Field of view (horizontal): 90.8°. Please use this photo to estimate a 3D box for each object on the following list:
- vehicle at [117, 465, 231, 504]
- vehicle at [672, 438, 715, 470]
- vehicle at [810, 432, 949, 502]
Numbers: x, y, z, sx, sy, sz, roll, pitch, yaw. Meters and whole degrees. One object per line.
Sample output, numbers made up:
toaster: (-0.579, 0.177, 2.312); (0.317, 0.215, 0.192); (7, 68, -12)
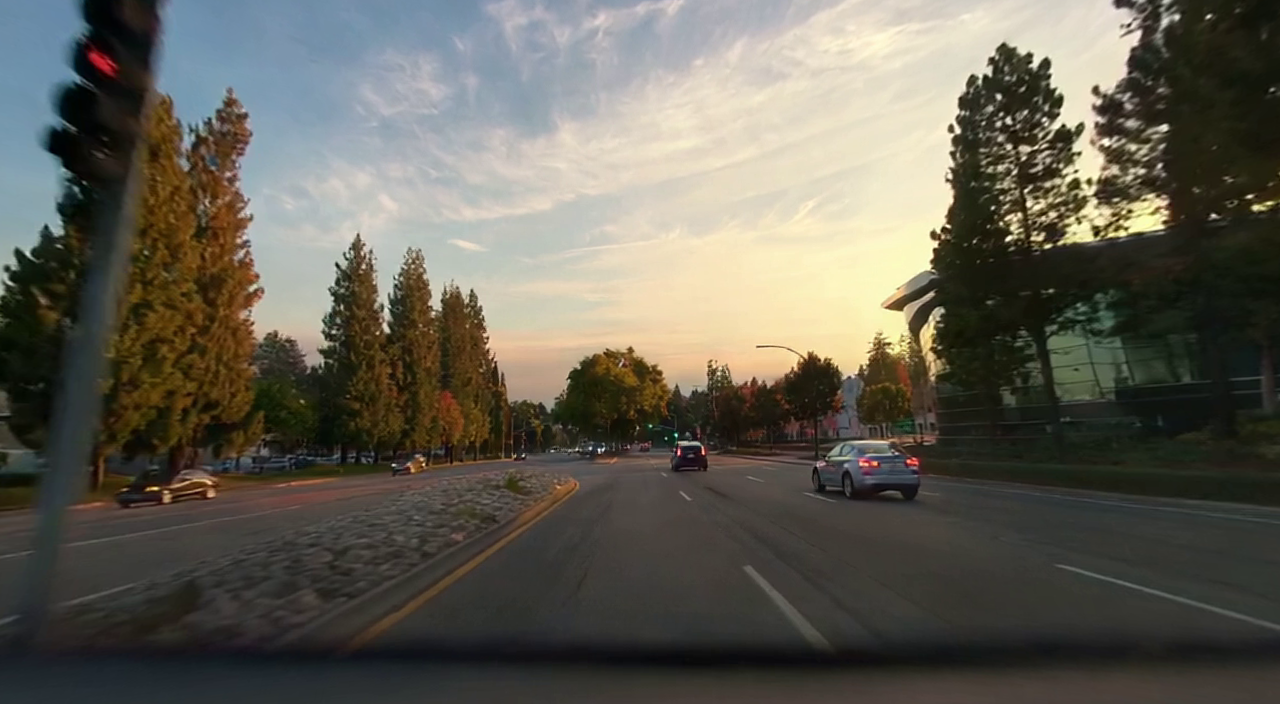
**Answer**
vehicle: (-21.497, 6.106, 29.428); (1.900, 1.479, 4.520); (0, -9, 0)
vehicle: (3.104, 6.061, 37.607); (2.095, 1.759, 4.862); (0, -9, -1)
vehicle: (6.193, 3.014, 16.954); (2.000, 1.618, 4.238); (0, -9, -1)
